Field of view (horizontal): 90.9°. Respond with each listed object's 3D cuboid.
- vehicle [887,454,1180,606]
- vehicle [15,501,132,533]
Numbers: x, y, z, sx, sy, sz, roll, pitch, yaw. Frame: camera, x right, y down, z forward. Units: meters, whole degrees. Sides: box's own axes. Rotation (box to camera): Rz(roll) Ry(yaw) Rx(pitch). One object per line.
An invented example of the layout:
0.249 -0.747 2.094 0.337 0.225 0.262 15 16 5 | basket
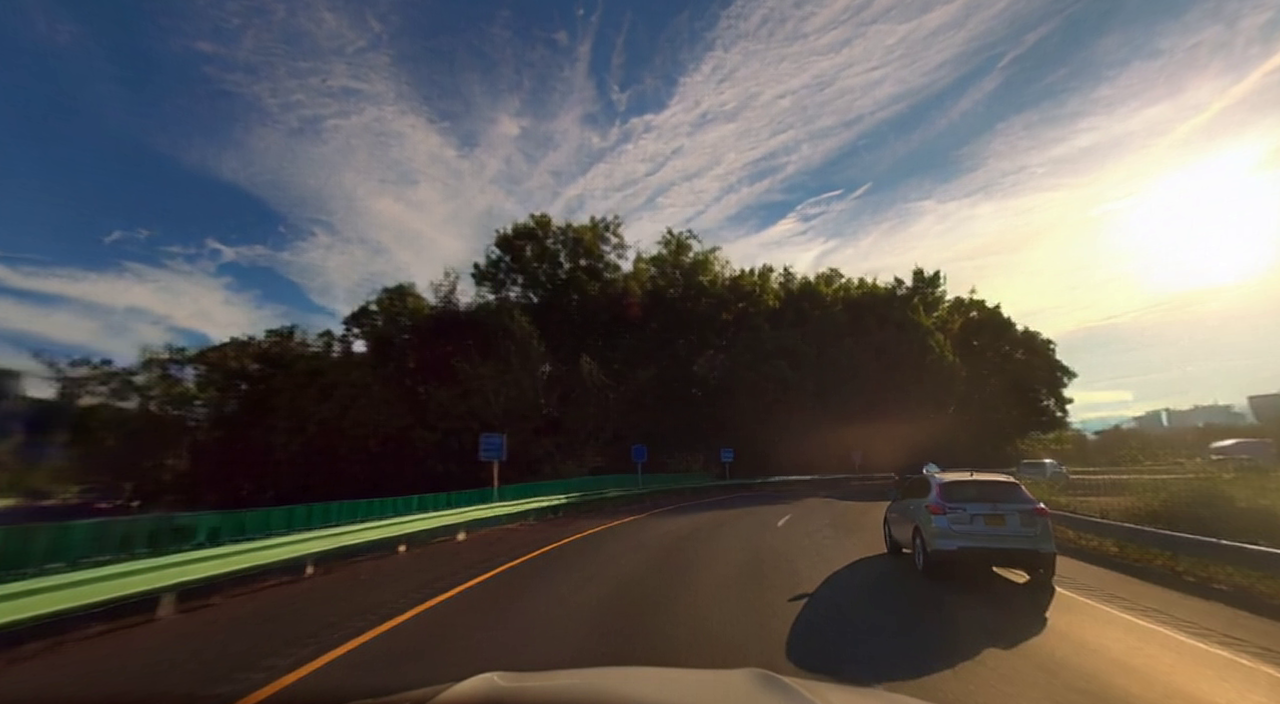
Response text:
5.124 2.324 9.051 2.023 1.593 4.105 -1 -10 9 | vehicle
-31.915 9.328 35.714 4.585 1.485 1.740 7 -12 -33 | vehicle
